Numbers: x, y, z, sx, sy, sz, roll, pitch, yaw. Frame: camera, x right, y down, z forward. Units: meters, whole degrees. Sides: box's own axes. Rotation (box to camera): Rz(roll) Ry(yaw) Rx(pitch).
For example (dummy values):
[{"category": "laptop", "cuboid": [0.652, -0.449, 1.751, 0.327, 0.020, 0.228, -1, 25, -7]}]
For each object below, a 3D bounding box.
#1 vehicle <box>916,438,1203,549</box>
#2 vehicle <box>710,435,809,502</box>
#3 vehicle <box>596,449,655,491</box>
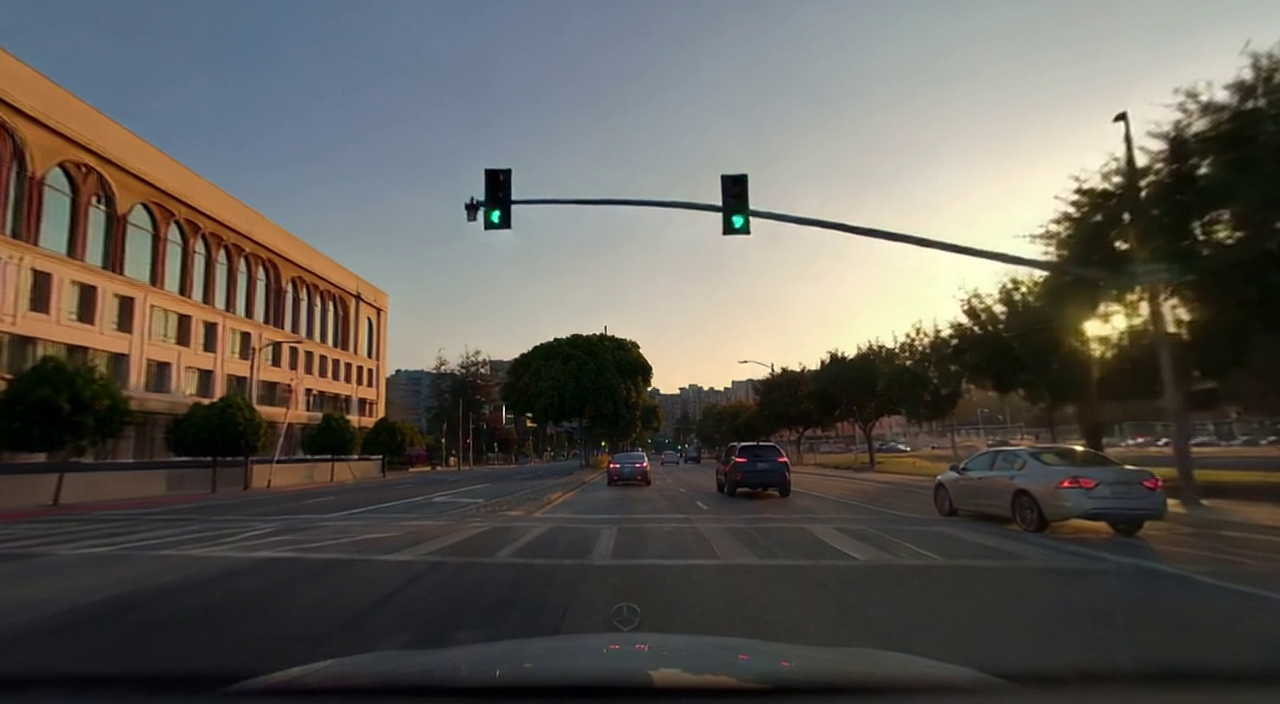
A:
[{"category": "vehicle", "cuboid": [6.654, 2.250, 10.766, 1.868, 1.472, 4.274, 0, -9, -1]}, {"category": "vehicle", "cuboid": [3.414, 3.428, 18.979, 2.036, 1.757, 4.300, 0, -9, -1]}, {"category": "vehicle", "cuboid": [-0.525, 4.431, 24.079, 2.054, 1.446, 3.969, 0, -9, -1]}]
